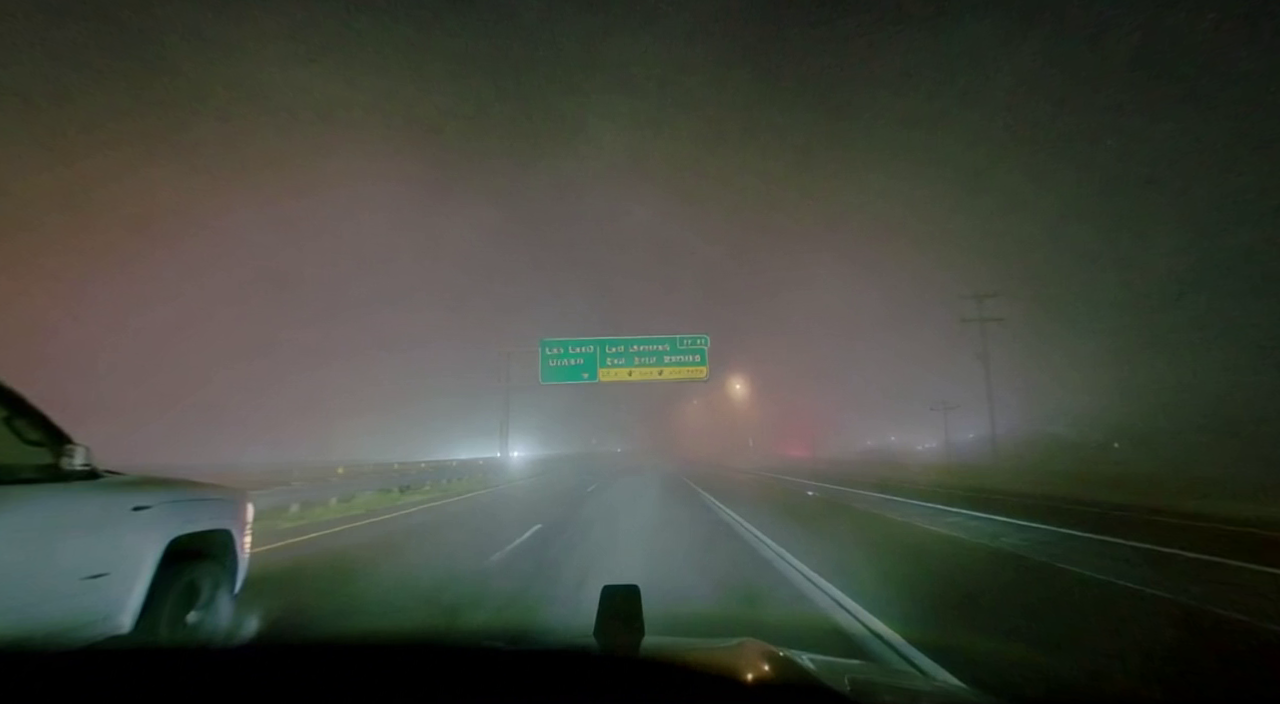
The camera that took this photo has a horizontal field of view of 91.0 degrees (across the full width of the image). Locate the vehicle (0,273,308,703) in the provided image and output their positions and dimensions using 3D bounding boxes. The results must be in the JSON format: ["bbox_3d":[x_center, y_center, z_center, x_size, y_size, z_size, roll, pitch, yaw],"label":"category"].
[{"bbox_3d":[-3.853,0.545,1.910,2.431,1.928,5.760,0,-9,1],"label":"vehicle"}]
